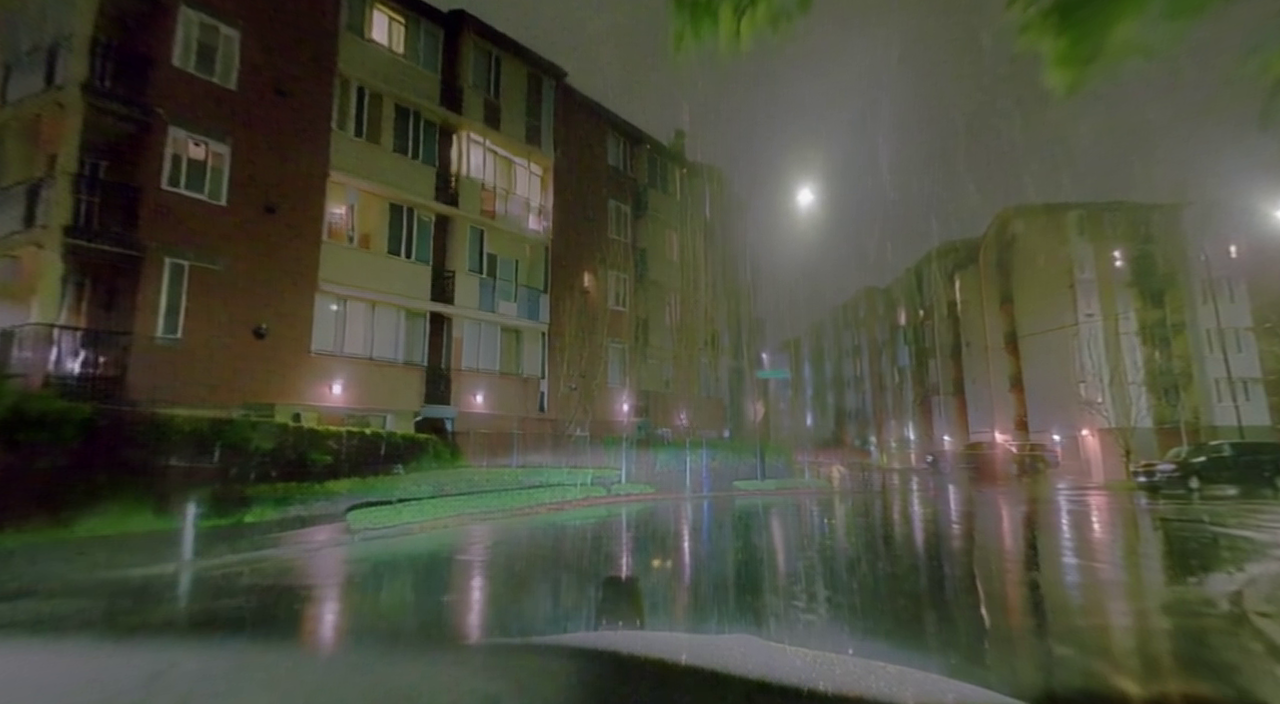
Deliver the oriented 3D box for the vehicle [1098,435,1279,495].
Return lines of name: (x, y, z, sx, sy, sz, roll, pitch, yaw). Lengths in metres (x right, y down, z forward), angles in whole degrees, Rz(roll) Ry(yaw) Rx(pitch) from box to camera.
vehicle: (17.365, 3.491, 19.732, 4.584, 1.744, 1.946, 0, -8, -3)

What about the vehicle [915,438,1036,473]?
vehicle: (14.939, 4.574, 28.206, 4.714, 1.458, 1.812, 2, -9, -15)
